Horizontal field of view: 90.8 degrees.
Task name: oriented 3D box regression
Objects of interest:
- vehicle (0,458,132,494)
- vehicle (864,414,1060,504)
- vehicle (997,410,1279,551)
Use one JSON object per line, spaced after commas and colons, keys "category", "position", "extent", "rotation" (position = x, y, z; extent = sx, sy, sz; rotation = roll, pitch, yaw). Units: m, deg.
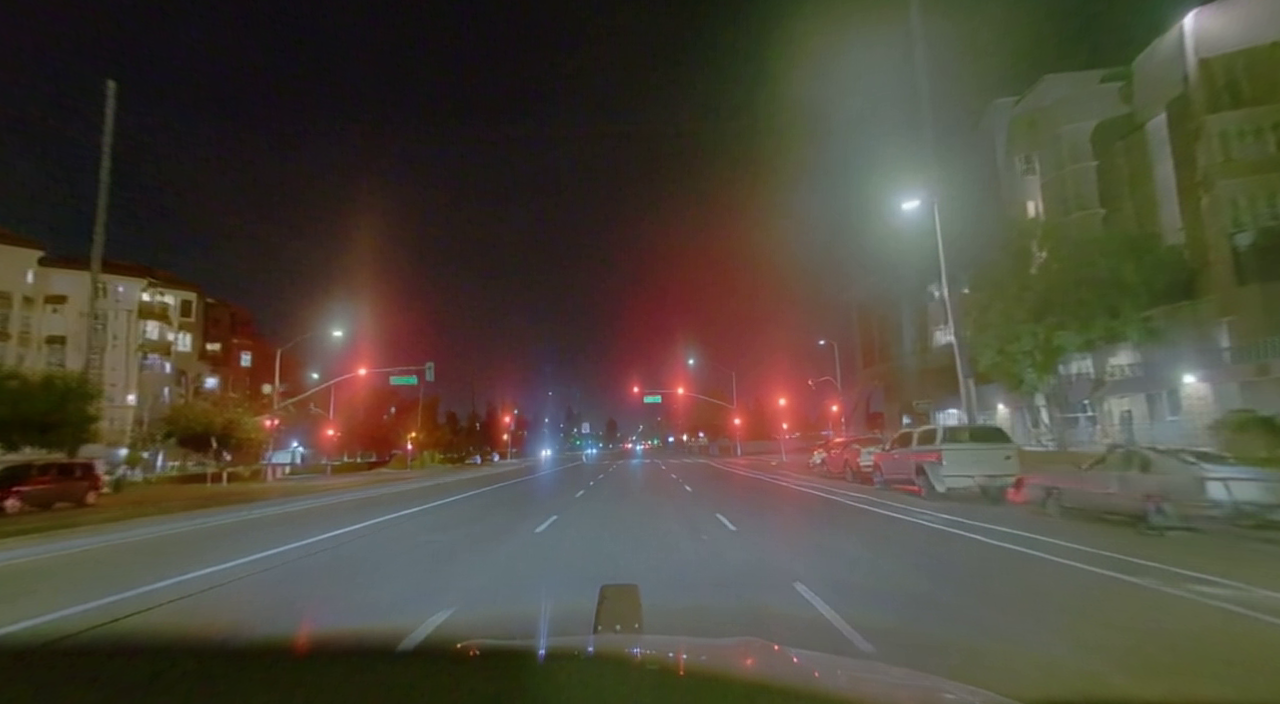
{"category": "vehicle", "position": [-28.973, 6.163, 31.516], "extent": [5.352, 1.644, 2.387], "rotation": [-1, -9, 5]}
{"category": "vehicle", "position": [7.706, 2.644, 15.966], "extent": [2.130, 1.877, 5.334], "rotation": [0, -9, 0]}
{"category": "vehicle", "position": [8.016, 1.851, 9.809], "extent": [1.987, 1.628, 4.712], "rotation": [0, -9, -3]}
